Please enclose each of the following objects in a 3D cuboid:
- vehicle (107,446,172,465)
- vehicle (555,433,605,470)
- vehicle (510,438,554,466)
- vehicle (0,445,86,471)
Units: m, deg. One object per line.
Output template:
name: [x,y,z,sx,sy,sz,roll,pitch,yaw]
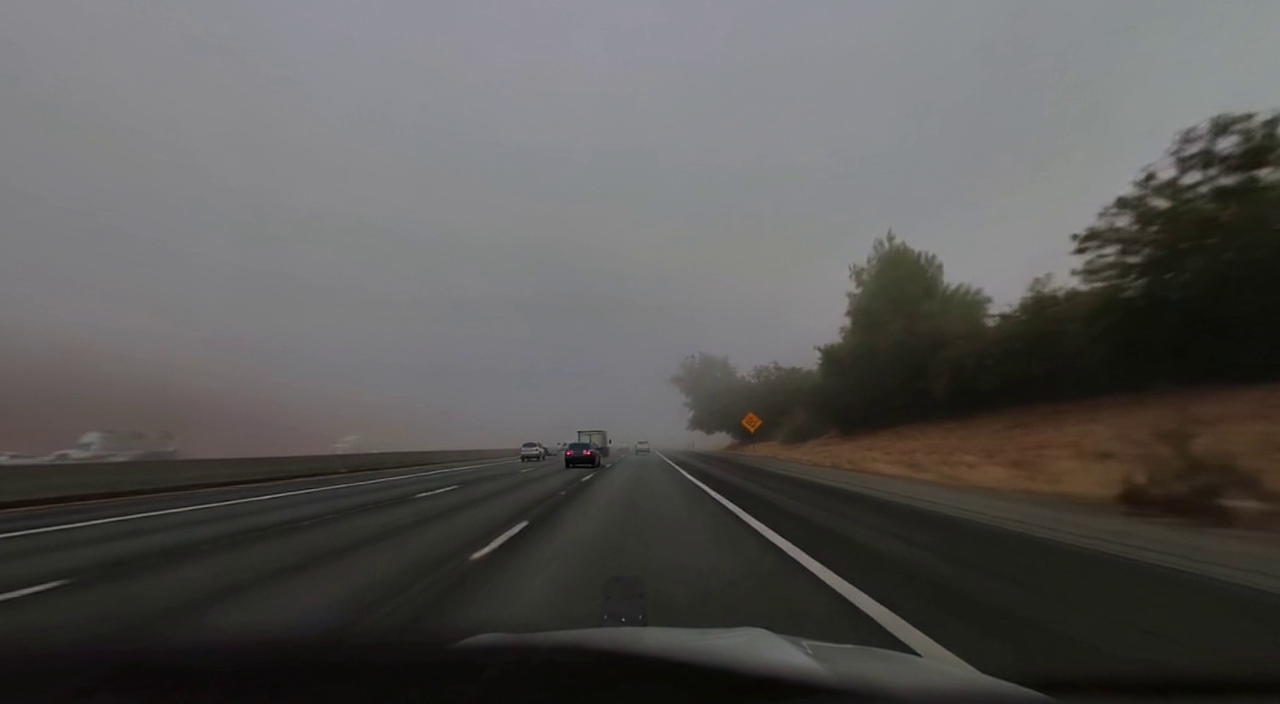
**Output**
vehicle: [-38.357,7.936,48.253,1.790,1.345,3.970,0,-8,-1]
vehicle: [-3.048,5.143,32.504,2.194,1.766,3.720,0,-8,0]
vehicle: [-7.152,6.672,42.015,2.078,1.729,4.722,0,-8,1]
vehicle: [-41.805,7.337,43.728,2.062,1.655,4.781,0,-8,0]
